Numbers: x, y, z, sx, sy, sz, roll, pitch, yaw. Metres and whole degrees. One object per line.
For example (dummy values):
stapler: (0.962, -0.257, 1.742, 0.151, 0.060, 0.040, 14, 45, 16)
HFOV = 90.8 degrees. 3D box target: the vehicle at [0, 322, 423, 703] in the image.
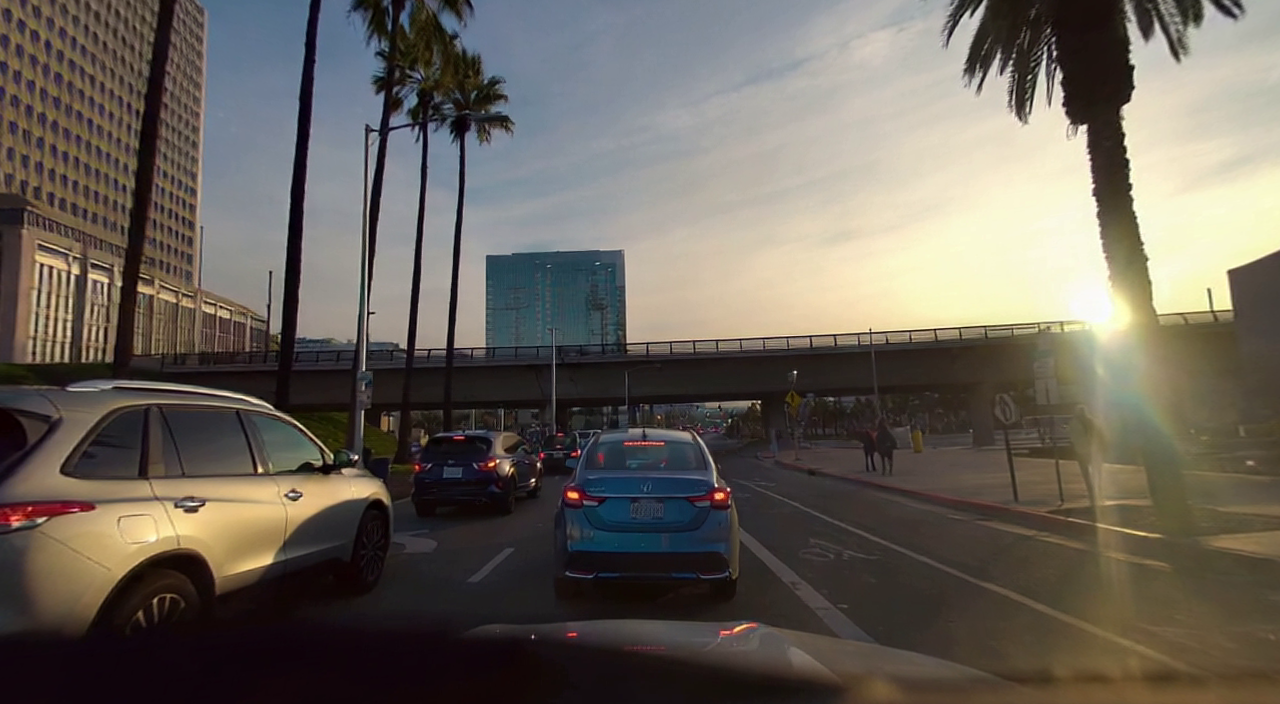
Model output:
vehicle: (-3.264, 1.064, 4.193, 2.014, 1.740, 4.359, 0, -8, 1)

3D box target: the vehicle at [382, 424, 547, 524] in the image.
vehicle: (-3.201, 2.314, 12.489, 1.955, 1.637, 4.032, 0, -8, 2)

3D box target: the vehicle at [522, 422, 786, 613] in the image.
vehicle: (0.094, 1.592, 7.027, 2.036, 1.461, 4.129, 0, -8, 0)
